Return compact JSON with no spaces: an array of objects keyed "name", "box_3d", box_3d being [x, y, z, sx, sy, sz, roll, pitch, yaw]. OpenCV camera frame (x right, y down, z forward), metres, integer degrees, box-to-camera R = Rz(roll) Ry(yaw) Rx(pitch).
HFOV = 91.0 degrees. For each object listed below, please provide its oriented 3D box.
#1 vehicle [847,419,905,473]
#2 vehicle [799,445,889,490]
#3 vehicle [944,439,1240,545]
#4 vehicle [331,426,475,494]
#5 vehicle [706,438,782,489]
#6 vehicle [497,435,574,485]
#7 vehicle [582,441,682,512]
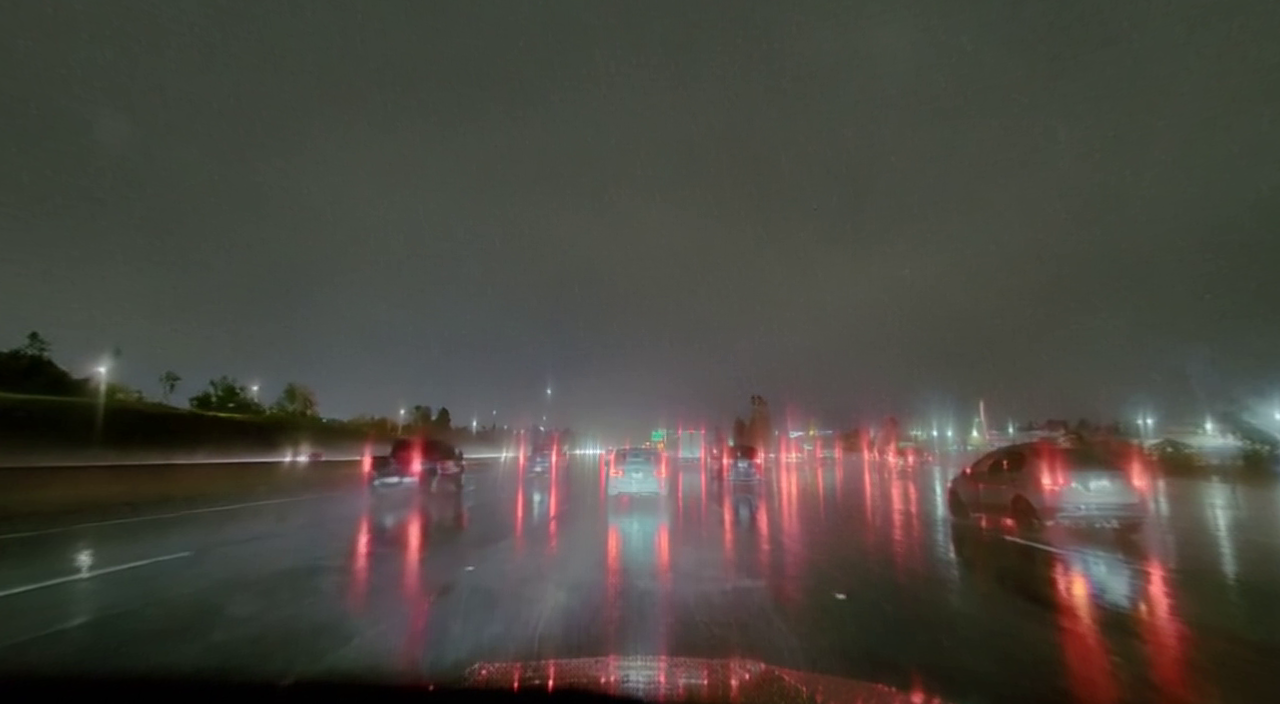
[{"name":"vehicle","box_3d":[17.375,6.942,46.556,2.777,3.740,3.338,1,-9,-1]},{"name":"vehicle","box_3d":[7.411,4.225,23.359,1.942,1.482,4.250,0,-9,0]},{"name":"vehicle","box_3d":[7.628,2.371,11.380,2.021,1.505,4.480,0,-9,0]},{"name":"vehicle","box_3d":[-7.843,3.675,21.768,2.487,1.986,6.157,0,-9,1]},{"name":"vehicle","box_3d":[3.637,3.993,22.836,2.053,1.666,4.106,0,-9,0]},{"name":"vehicle","box_3d":[-3.883,4.130,24.295,2.079,1.741,4.436,0,-9,2]},{"name":"vehicle","box_3d":[-0.143,2.973,15.501,2.132,1.499,4.038,0,-9,1]}]
